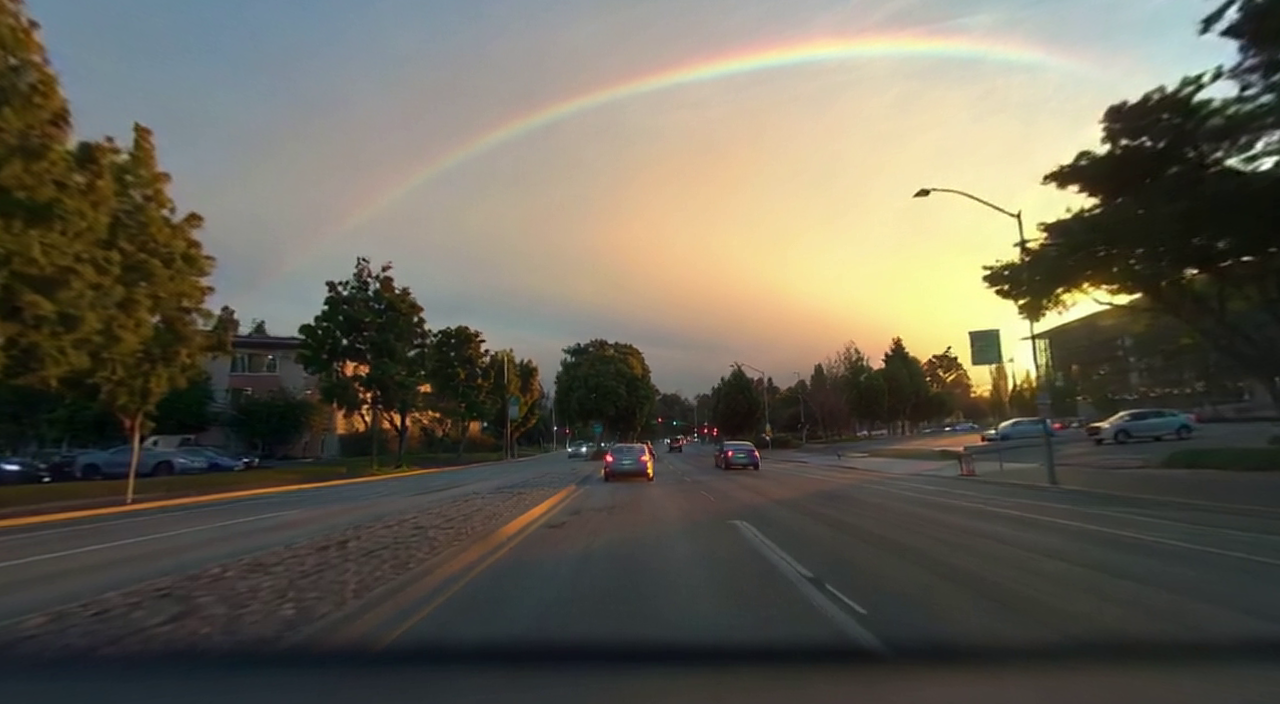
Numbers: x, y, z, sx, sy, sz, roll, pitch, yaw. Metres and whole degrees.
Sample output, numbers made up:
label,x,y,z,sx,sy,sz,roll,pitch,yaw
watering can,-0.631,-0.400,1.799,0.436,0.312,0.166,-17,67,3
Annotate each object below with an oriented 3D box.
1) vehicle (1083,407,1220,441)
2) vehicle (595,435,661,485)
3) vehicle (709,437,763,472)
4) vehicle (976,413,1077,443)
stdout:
label,x,y,z,sx,sy,sz,roll,pitch,yaw
vehicle,22.651,3.216,28.094,4.441,1.444,1.870,0,-7,0
vehicle,-0.378,3.850,22.824,2.181,1.639,4.127,0,-8,1
vehicle,4.743,5.099,31.703,1.987,1.613,4.081,0,-8,-1
vehicle,22.356,4.430,36.658,4.531,1.432,1.949,-3,-8,-1
